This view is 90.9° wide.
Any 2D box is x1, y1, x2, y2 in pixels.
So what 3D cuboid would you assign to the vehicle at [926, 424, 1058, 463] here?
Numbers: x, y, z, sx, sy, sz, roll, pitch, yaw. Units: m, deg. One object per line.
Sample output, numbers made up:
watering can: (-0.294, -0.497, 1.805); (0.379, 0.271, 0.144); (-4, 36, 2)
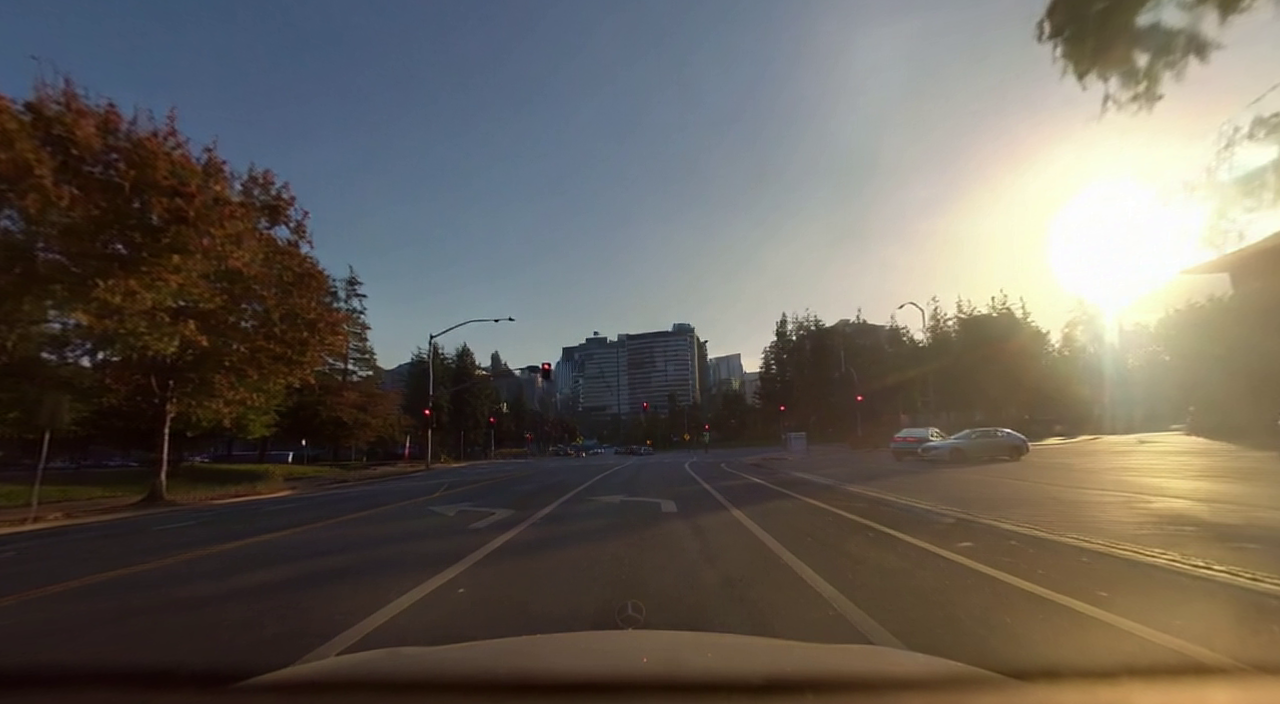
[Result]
vehicle: (14.136, 3.691, 25.469); (4.167, 1.476, 1.871); (0, -8, -1)
